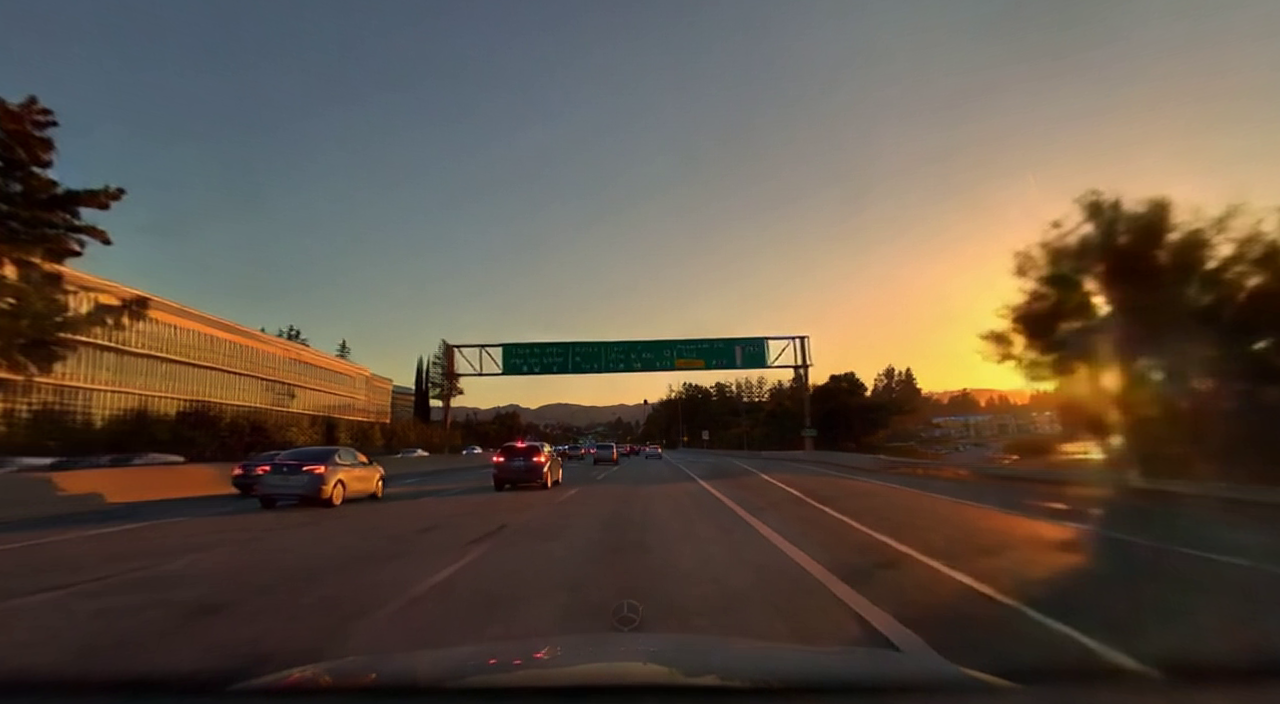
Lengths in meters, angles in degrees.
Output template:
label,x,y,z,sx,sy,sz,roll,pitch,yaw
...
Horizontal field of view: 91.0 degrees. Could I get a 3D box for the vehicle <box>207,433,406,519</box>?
label,x,y,z,sx,sy,sz,roll,pitch,yaw
vehicle,-7.466,2.811,14.794,2.071,1.661,4.540,-1,-9,2

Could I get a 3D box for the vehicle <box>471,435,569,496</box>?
label,x,y,z,sx,sy,sz,roll,pitch,yaw
vehicle,-3.702,3.600,20.394,2.158,1.717,4.375,-1,-9,2

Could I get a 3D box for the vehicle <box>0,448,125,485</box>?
label,x,y,z,sx,sy,sz,roll,pitch,yaw
vehicle,-26.849,5.275,29.388,1.861,1.565,4.332,-1,-9,1
